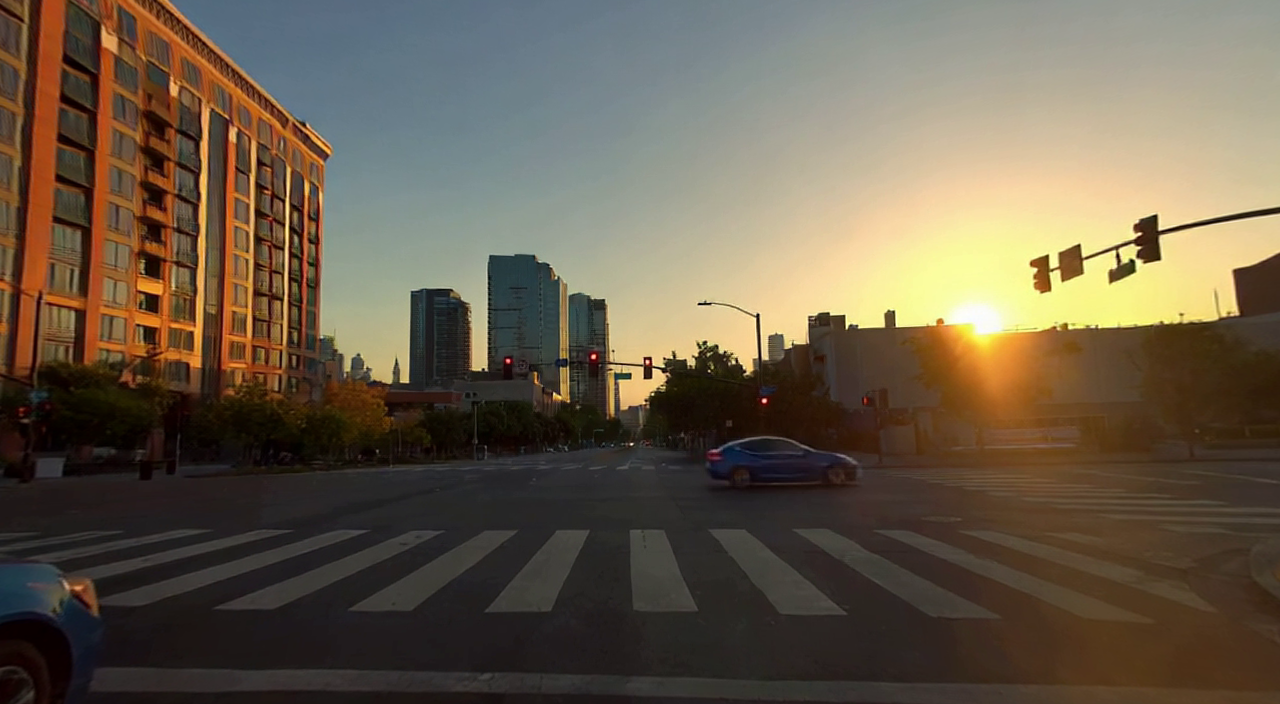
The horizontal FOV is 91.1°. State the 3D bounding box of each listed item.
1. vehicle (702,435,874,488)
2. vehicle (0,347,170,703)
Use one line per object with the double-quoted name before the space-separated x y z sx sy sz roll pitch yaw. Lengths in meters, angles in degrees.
"vehicle" 4.205 3.197 18.479 4.551 1.454 1.941 0 -8 0
"vehicle" -3.629 0.615 1.060 2.109 1.692 4.587 0 -8 0
